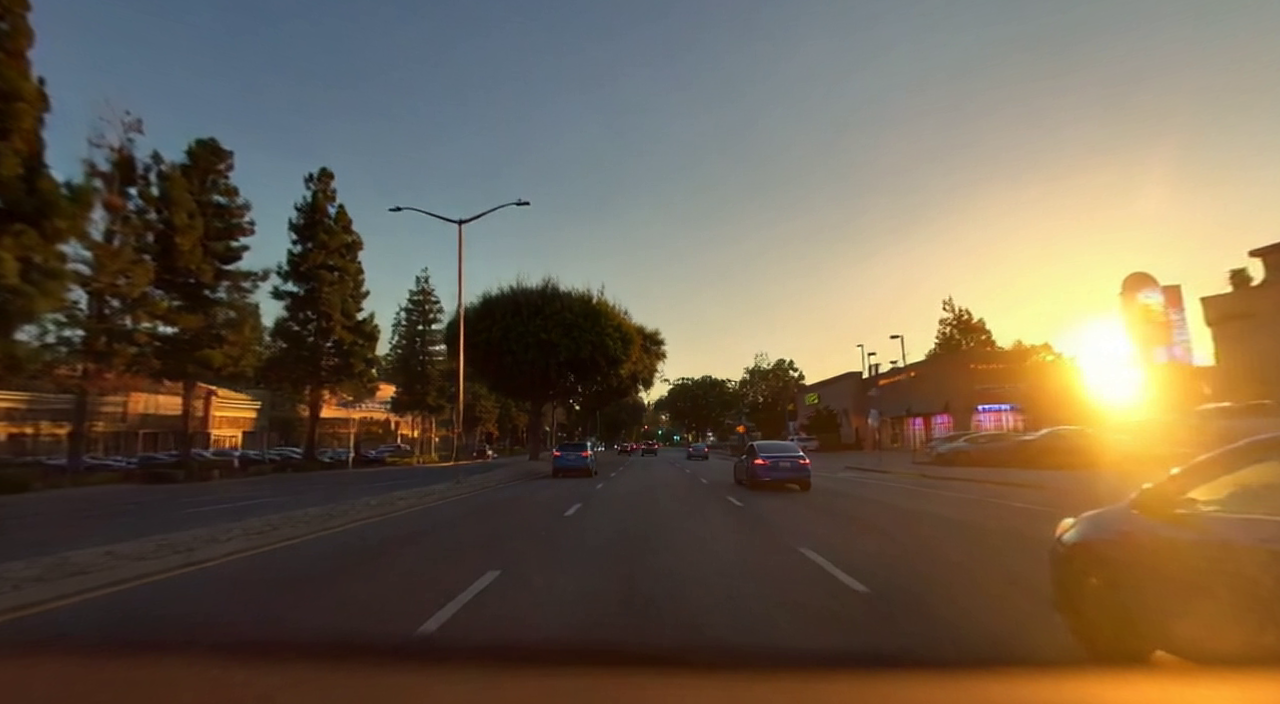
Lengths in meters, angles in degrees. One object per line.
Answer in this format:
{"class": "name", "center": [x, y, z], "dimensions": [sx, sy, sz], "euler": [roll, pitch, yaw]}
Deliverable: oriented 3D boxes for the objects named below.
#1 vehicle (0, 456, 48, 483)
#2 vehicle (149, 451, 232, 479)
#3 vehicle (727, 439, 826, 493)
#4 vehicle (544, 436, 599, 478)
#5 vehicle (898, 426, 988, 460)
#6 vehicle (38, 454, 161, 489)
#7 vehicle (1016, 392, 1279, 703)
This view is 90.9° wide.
{"class": "vehicle", "center": [-43.790, 8.075, 43.396], "dimensions": [1.895, 1.764, 4.510], "euler": [1, -8, -5]}
{"class": "vehicle", "center": [-30.741, 7.706, 43.303], "dimensions": [1.925, 1.776, 4.722], "euler": [-1, -8, 4]}
{"class": "vehicle", "center": [4.161, 3.545, 20.045], "dimensions": [2.036, 1.480, 4.659], "euler": [0, -8, -1]}
{"class": "vehicle", "center": [-3.055, 4.804, 29.099], "dimensions": [1.981, 1.731, 4.360], "euler": [0, -8, 1]}
{"class": "vehicle", "center": [20.779, 6.291, 43.779], "dimensions": [2.705, 2.011, 7.332], "euler": [-3, -8, 1]}
{"class": "vehicle", "center": [-28.245, 6.228, 33.123], "dimensions": [4.681, 1.623, 1.998], "euler": [7, -11, -39]}
{"class": "vehicle", "center": [3.590, 0.827, 1.959], "dimensions": [1.976, 1.491, 4.714], "euler": [0, -8, 1]}
